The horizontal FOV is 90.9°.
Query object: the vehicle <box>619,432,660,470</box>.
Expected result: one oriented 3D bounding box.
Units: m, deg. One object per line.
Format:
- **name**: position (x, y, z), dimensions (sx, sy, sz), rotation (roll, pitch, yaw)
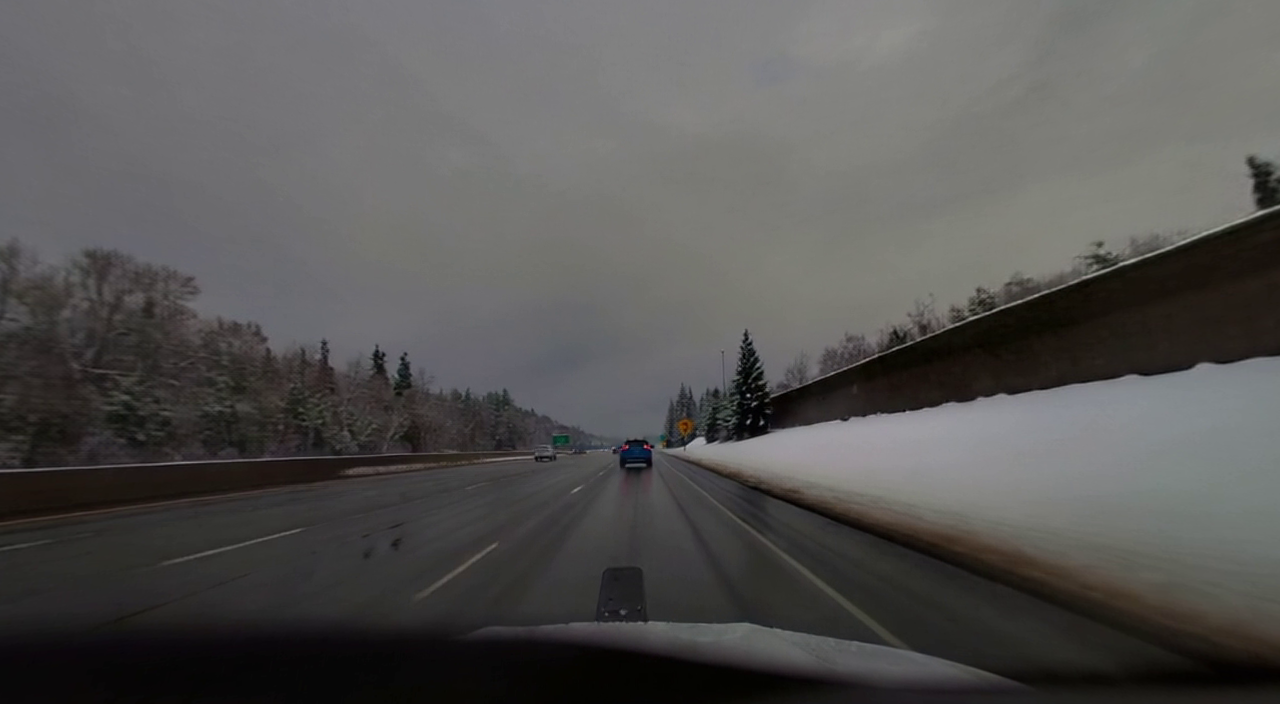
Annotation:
- **vehicle**: position (-0.014, 5.931, 37.916), dimensions (2.318, 2.145, 4.561), rotation (0, -8, 0)
